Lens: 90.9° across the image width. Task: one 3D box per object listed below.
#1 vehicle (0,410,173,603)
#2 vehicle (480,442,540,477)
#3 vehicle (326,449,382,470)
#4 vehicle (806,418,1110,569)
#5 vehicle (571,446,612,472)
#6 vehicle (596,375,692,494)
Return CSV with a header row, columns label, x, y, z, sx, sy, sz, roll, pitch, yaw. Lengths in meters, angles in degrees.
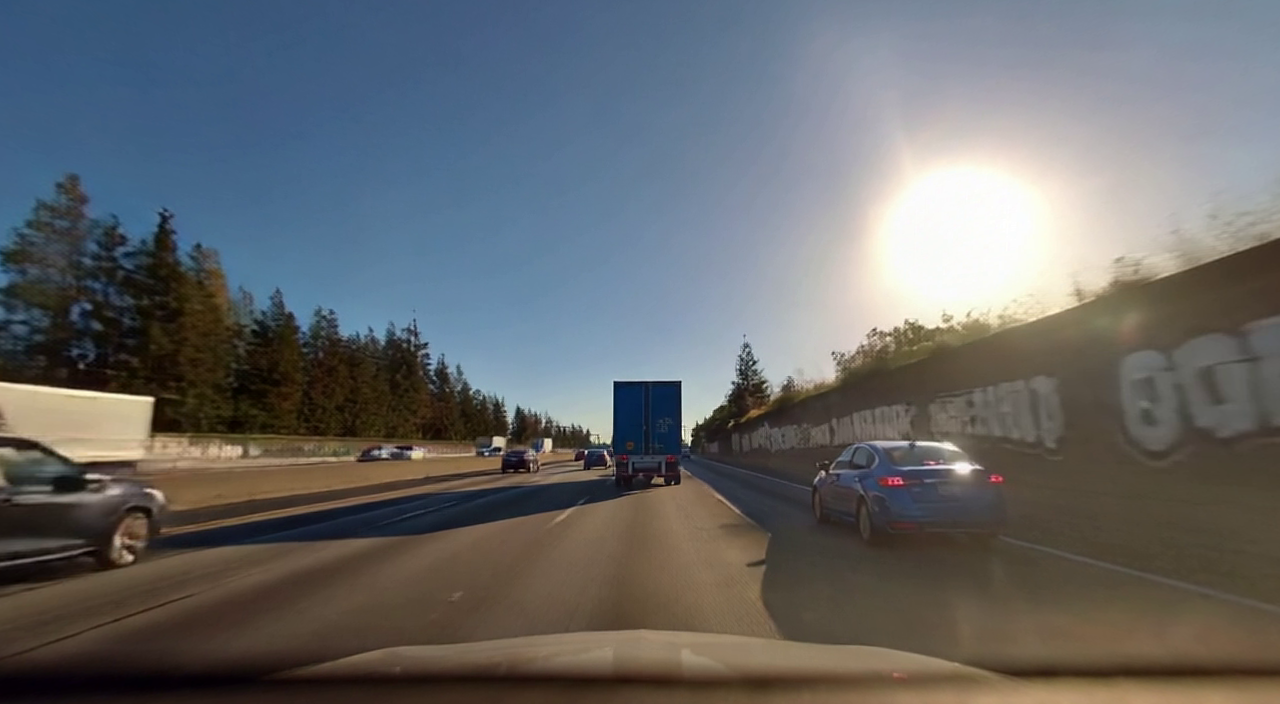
label,x,y,z,sx,sy,sz,roll,pitch,yaw
vehicle,-6.687,1.278,5.017,2.134,1.662,4.851,0,-9,1
vehicle,-6.372,5.351,31.416,2.005,1.607,4.042,-1,-9,2
vehicle,-20.754,7.822,45.909,1.806,1.455,4.426,-1,-9,3
vehicle,4.170,1.948,9.377,2.205,1.689,4.403,0,-9,0
vehicle,-2.892,6.487,38.347,2.020,1.505,4.171,0,-9,2
vehicle,0.120,3.295,24.351,2.915,3.661,9.741,0,-9,0
